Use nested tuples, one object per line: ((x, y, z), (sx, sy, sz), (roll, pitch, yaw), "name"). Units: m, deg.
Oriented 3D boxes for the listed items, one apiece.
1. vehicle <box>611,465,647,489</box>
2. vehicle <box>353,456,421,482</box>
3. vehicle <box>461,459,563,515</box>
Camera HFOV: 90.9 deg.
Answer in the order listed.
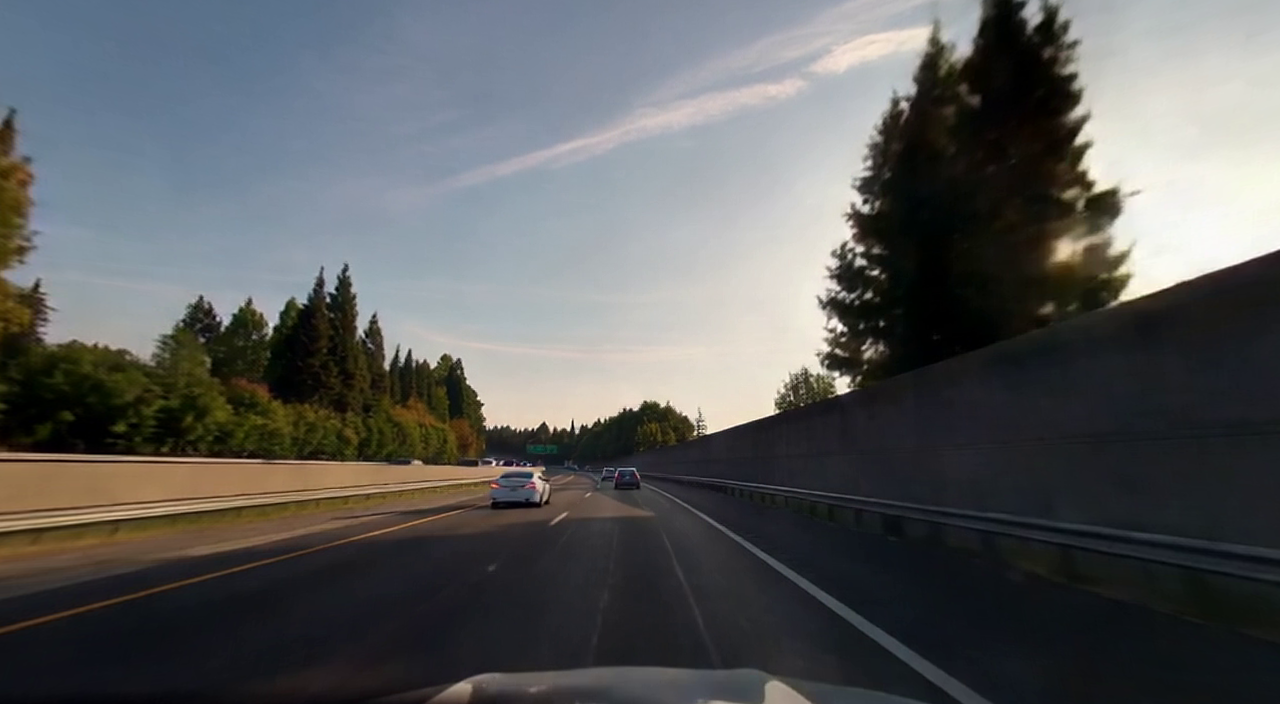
((-0.751, 8.803, 44.410), (2.363, 1.526, 4.687), (1, -11, -1), "vehicle")
((-16.066, 7.493, 40.334), (2.344, 1.480, 5.004), (1, -11, -1), "vehicle")
((-3.920, 4.286, 20.294), (2.310, 1.521, 4.731), (1, -11, -1), "vehicle")
